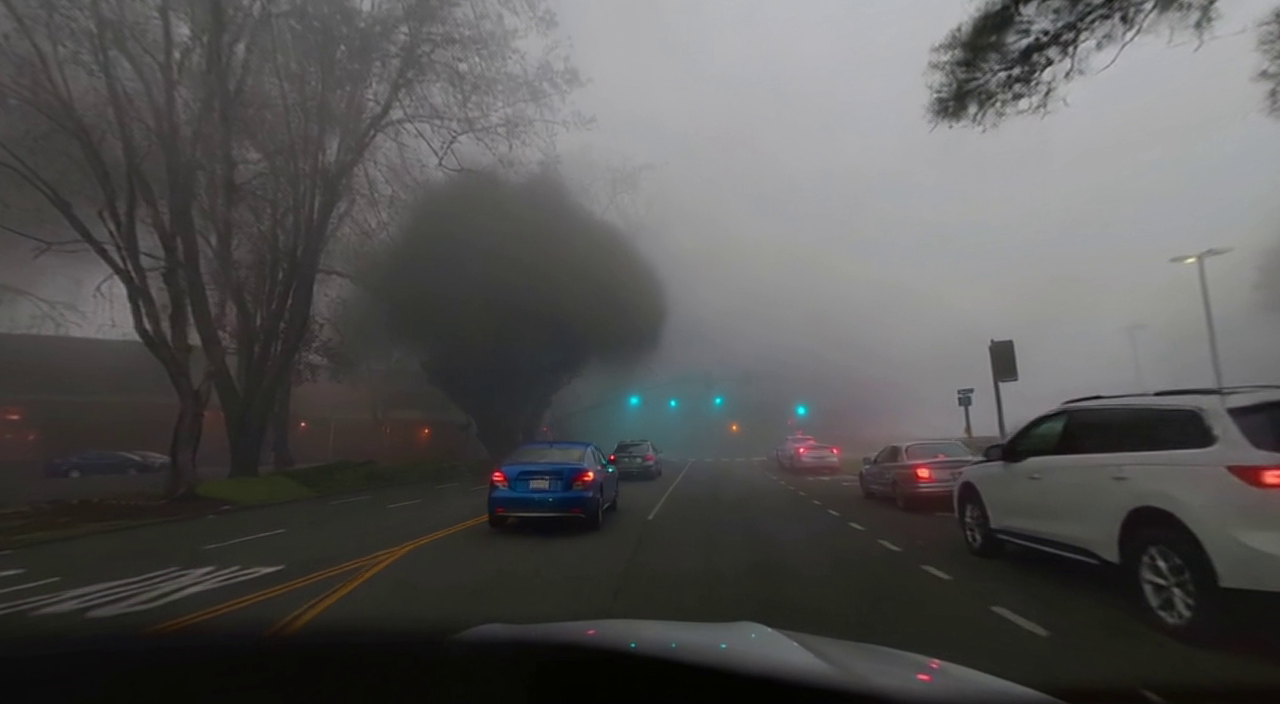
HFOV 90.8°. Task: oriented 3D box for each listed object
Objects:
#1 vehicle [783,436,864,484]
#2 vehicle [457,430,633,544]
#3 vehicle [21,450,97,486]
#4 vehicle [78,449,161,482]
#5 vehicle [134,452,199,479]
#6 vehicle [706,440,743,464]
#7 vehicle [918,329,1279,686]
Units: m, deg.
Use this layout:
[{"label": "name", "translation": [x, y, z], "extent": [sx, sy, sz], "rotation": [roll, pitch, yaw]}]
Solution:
[{"label": "vehicle", "translation": [6.327, 3.748, 22.336], "extent": [1.910, 1.493, 4.490], "rotation": [-1, -8, 5]}, {"label": "vehicle", "translation": [-1.303, 2.117, 10.634], "extent": [1.968, 1.497, 4.286], "rotation": [-1, -8, 5]}, {"label": "vehicle", "translation": [-27.406, 5.416, 29.757], "extent": [3.865, 1.499, 1.804], "rotation": [-6, -10, 37]}, {"label": "vehicle", "translation": [-26.916, 5.801, 32.617], "extent": [4.127, 1.583, 1.978], "rotation": [-5, -10, 32]}, {"label": "vehicle", "translation": [-26.345, 6.267, 35.152], "extent": [3.527, 1.390, 1.681], "rotation": [-5, -10, 33]}, {"label": "vehicle", "translation": [5.338, 6.370, 40.396], "extent": [2.095, 1.473, 4.301], "rotation": [-1, -8, 5]}, {"label": "vehicle", "translation": [4.850, 1.215, 5.933], "extent": [2.324, 1.907, 5.634], "rotation": [-1, -8, 5]}]
